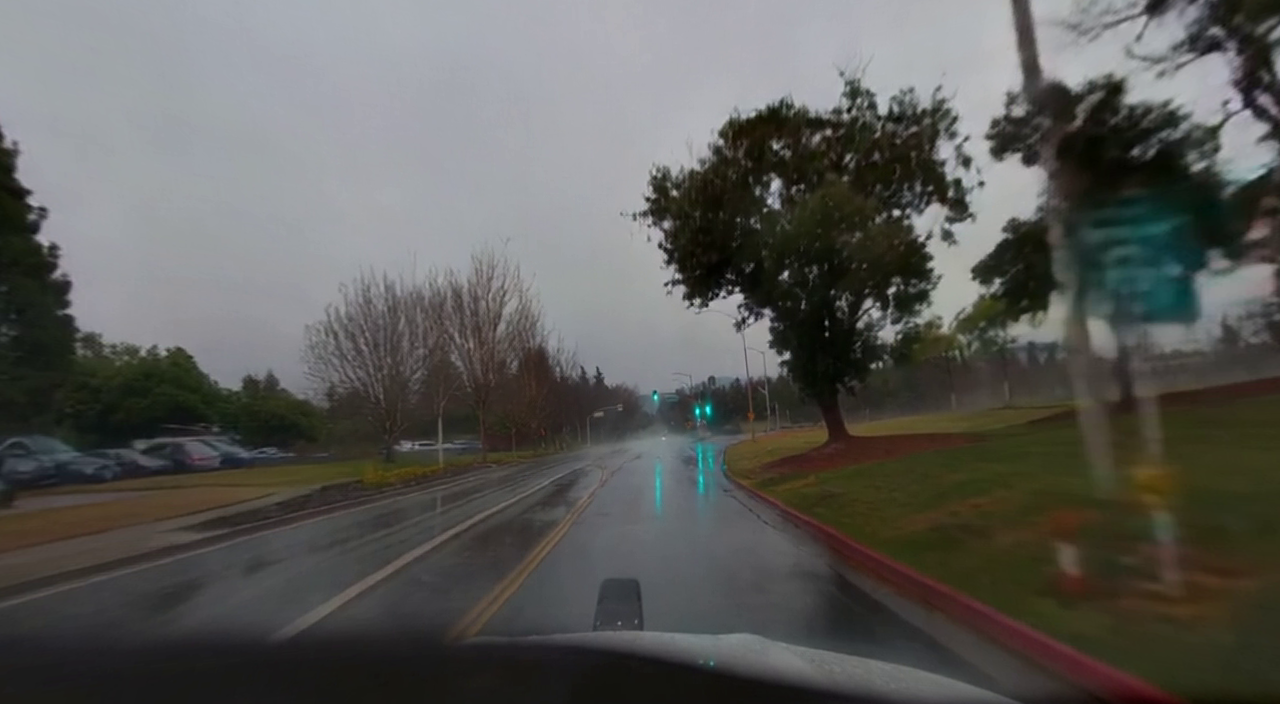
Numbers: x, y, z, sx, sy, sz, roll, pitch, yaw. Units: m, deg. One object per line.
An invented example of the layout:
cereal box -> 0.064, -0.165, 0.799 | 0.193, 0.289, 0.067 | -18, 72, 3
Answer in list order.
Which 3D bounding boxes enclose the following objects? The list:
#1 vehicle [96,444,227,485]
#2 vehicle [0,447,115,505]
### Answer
vehicle -> -20.074, 4.657, 26.463 | 4.187, 1.510, 1.857 | 6, -11, -40
vehicle -> -19.550, 3.892, 19.894 | 4.342, 1.651, 1.966 | 6, -10, -38
